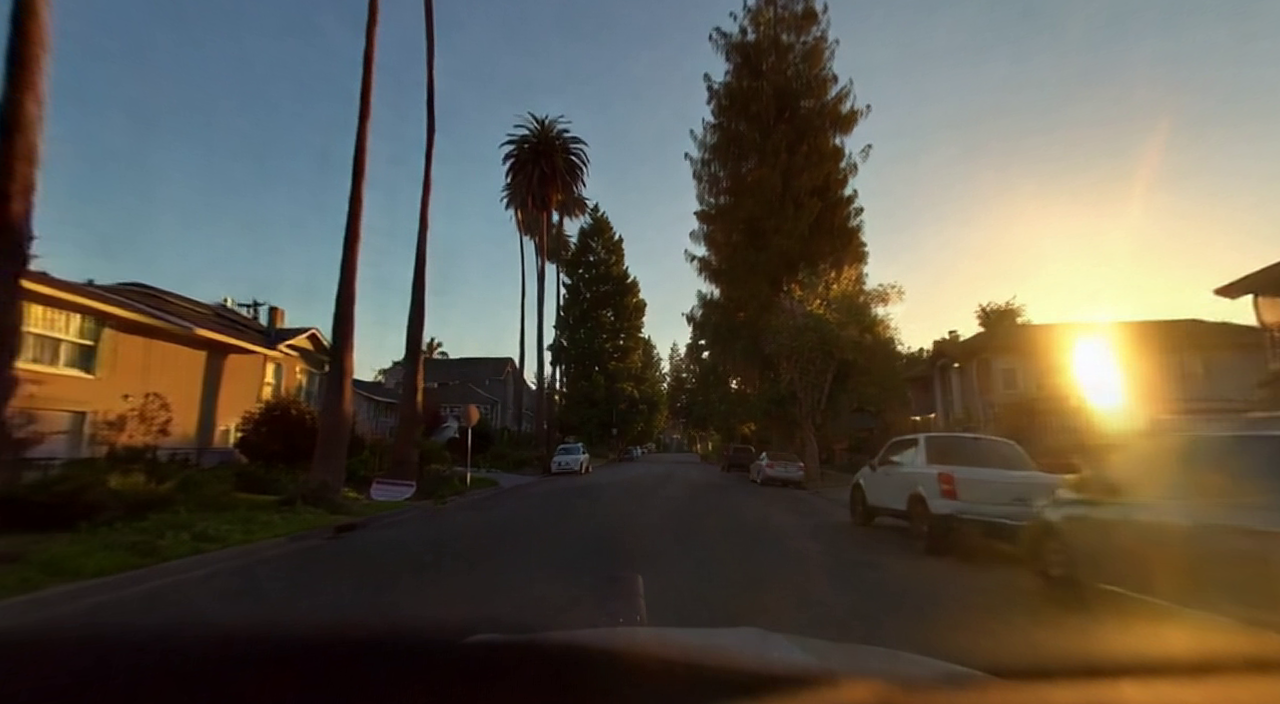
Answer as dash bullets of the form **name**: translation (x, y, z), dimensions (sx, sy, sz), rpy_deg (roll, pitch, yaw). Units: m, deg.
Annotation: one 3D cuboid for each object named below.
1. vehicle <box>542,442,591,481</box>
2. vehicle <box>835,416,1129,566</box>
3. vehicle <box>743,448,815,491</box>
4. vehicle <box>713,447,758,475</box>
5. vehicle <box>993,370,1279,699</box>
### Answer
- **vehicle**: translation (-3.900, 5.890, 34.292), dimensions (2.149, 1.877, 5.082), rpy_deg (-2, -9, -1)
- **vehicle**: translation (5.124, 2.160, 10.644), dimensions (2.131, 1.824, 5.229), rpy_deg (1, -9, 1)
- **vehicle**: translation (5.475, 4.665, 25.419), dimensions (2.056, 1.464, 4.493), rpy_deg (2, -9, 2)
- **vehicle**: translation (5.633, 6.472, 37.761), dimensions (1.991, 1.554, 4.501), rpy_deg (0, -9, 0)
- **vehicle**: translation (4.590, 1.110, 3.829), dimensions (2.166, 1.766, 5.186), rpy_deg (3, -9, 3)
